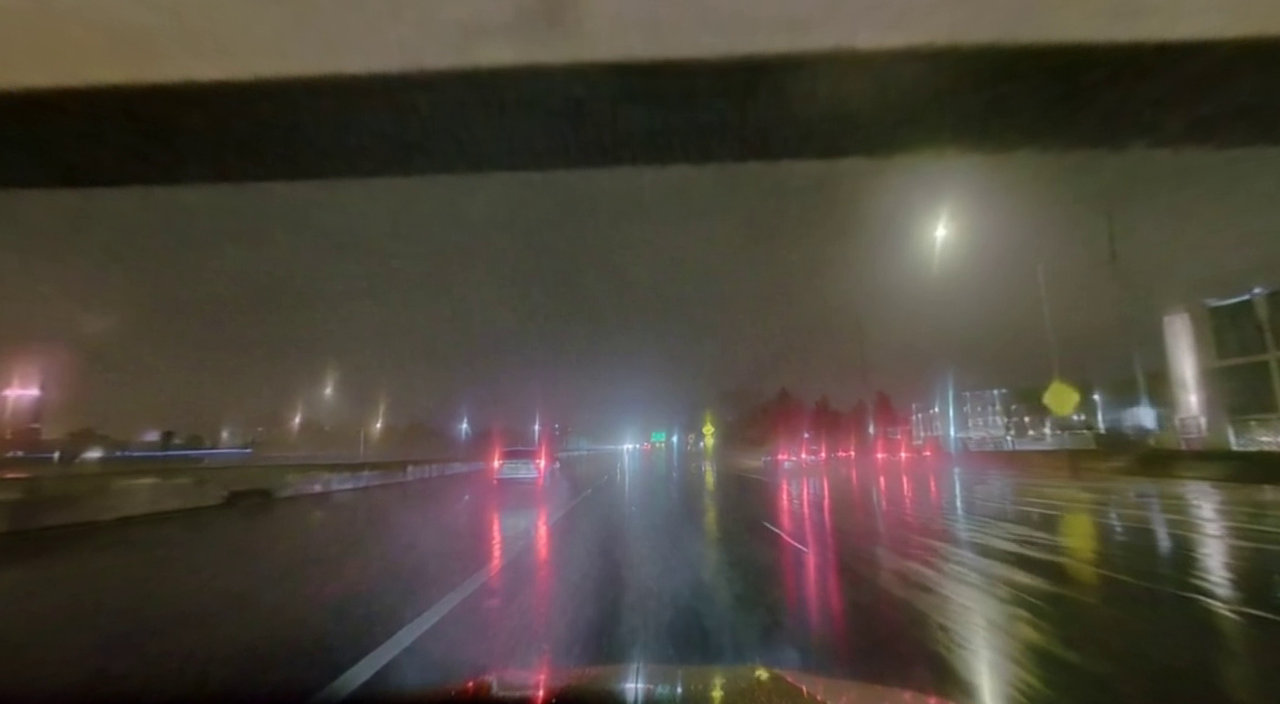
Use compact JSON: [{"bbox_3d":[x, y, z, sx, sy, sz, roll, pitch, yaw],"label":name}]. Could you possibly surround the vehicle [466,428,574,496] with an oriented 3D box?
[{"bbox_3d":[-3.338,3.212,18.641,2.203,1.734,4.600,0,-9,1],"label":"vehicle"}]
